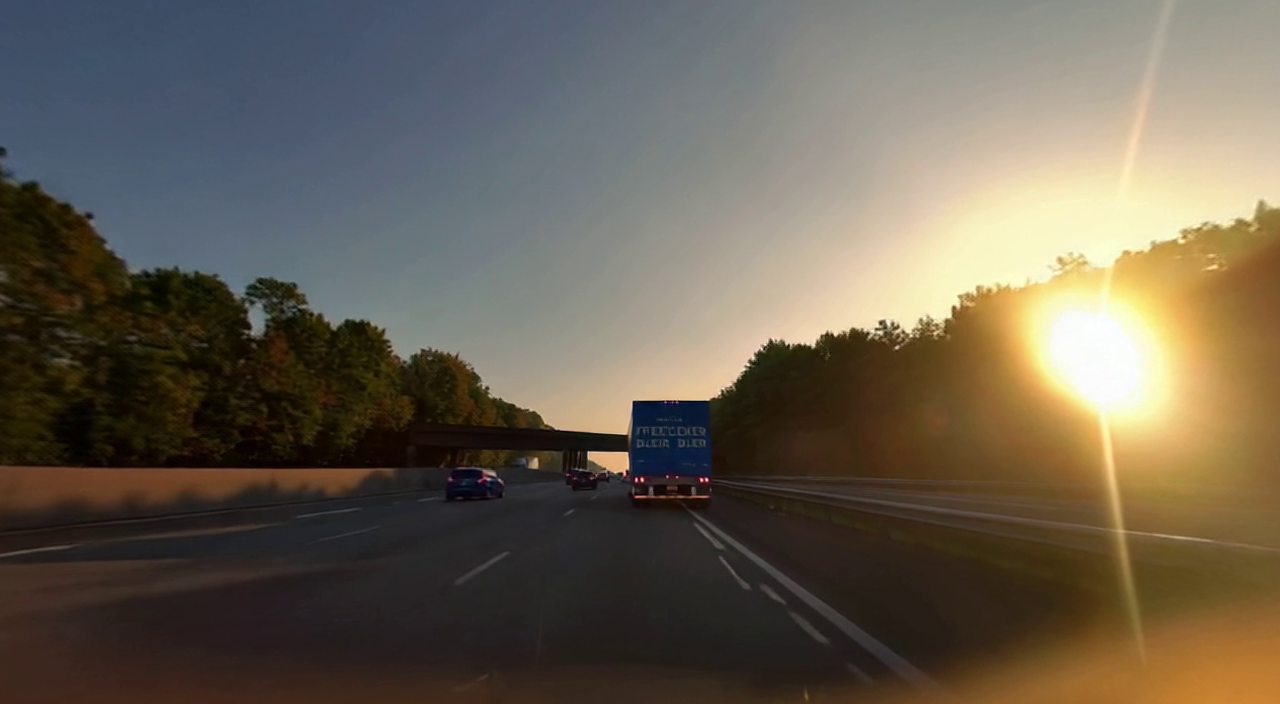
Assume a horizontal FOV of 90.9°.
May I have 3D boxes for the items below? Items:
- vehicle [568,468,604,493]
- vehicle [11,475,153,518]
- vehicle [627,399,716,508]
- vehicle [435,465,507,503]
[{"bbox_3d":[-3.617,8.681,42.731,1.978,1.516,4.617,0,-11,1],"label":"vehicle"},{"bbox_3d":[-21.053,5.444,24.014,1.703,1.443,3.961,1,-11,0],"label":"vehicle"},{"bbox_3d":[1.045,4.500,27.251,2.980,3.834,9.423,1,-11,-2],"label":"vehicle"},{"bbox_3d":[-7.644,6.014,28.967,1.955,1.539,4.650,0,-11,1],"label":"vehicle"}]
